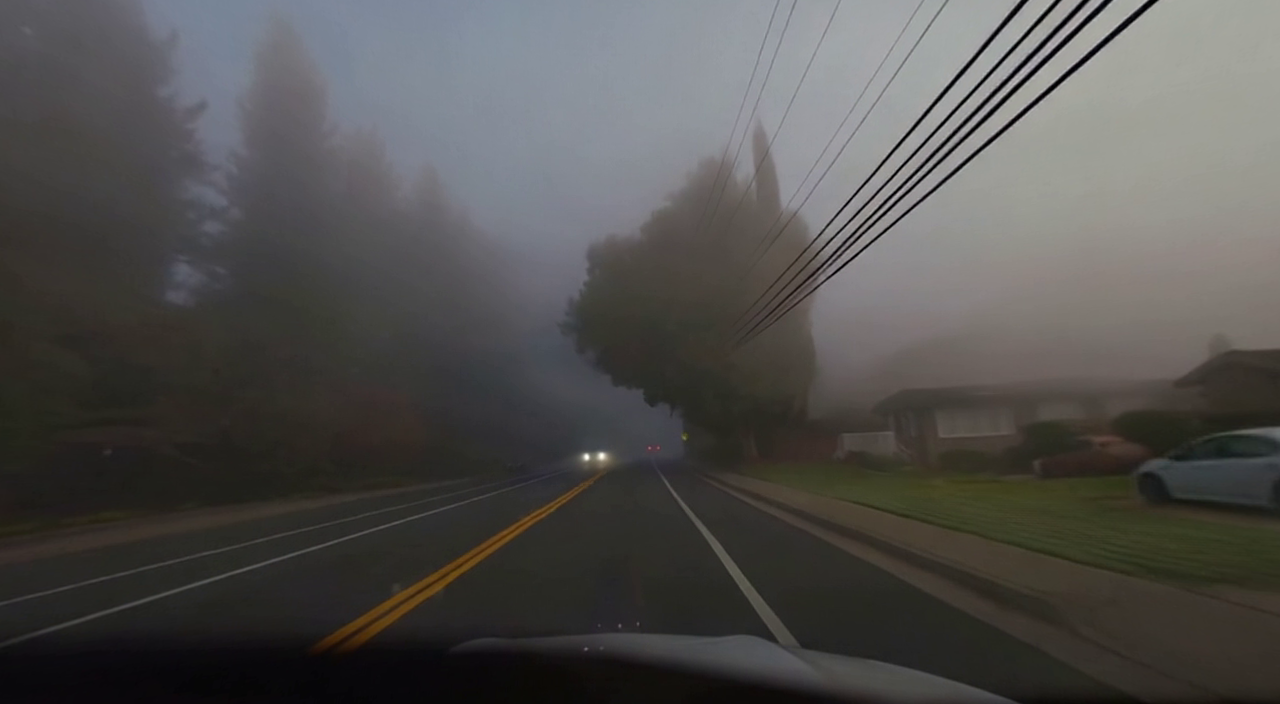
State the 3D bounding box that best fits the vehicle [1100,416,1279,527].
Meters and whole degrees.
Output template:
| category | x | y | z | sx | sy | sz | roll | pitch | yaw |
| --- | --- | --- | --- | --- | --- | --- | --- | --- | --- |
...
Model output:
| category | x | y | z | sx | sy | sz | roll | pitch | yaw |
| --- | --- | --- | --- | --- | --- | --- | --- | --- | --- |
| vehicle | 10.843 | 1.950 | 10.776 | 2.194 | 1.577 | 4.838 | -5 | -9 | -1 |
